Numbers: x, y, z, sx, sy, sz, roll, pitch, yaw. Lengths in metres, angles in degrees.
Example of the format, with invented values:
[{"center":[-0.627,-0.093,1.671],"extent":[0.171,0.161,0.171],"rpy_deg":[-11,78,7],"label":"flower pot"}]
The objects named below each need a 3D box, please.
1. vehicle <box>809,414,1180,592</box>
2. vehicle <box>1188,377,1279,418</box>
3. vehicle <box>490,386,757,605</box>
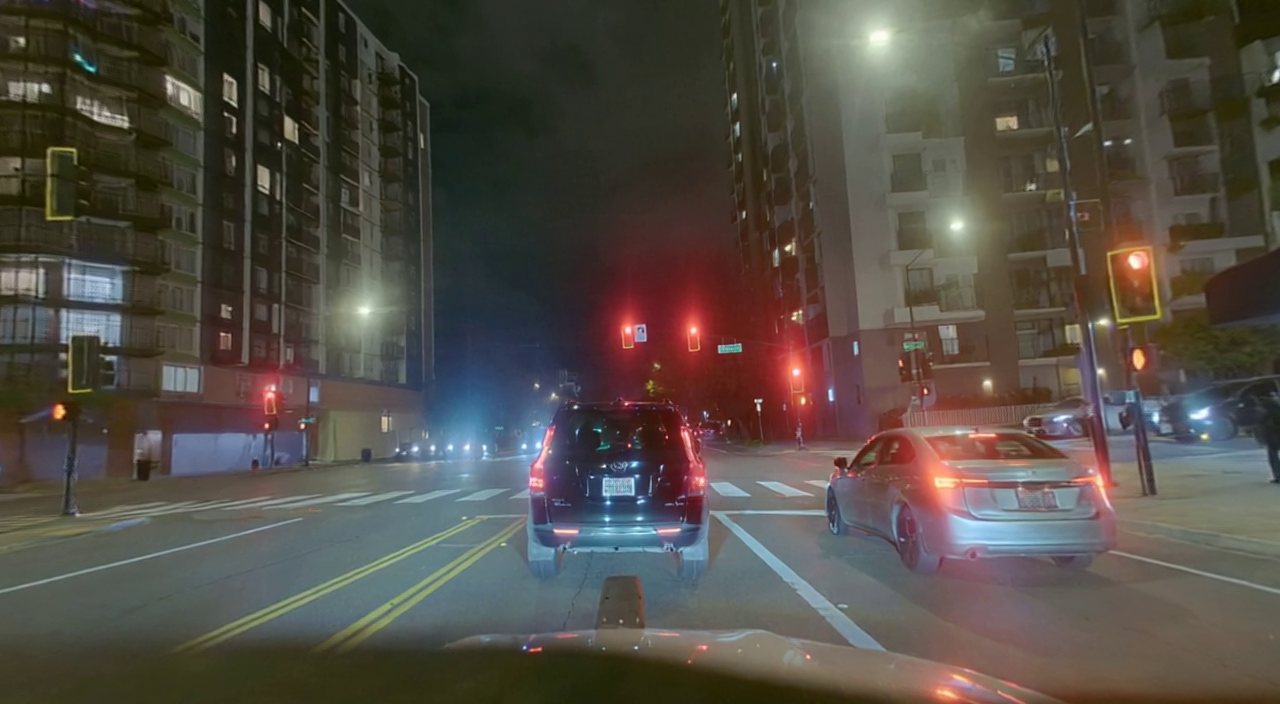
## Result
[{"center":[3.694,1.650,7.811],"extent":[1.987,1.538,4.510],"rpy_deg":[0,-8,0],"label":"vehicle"},{"center":[26.590,1.972,27.174],"extent":[4.287,1.639,1.729],"rpy_deg":[0,-8,1],"label":"vehicle"},{"center":[-0.130,1.478,7.295],"extent":[2.168,1.776,4.135],"rpy_deg":[0,-8,0],"label":"vehicle"}]
